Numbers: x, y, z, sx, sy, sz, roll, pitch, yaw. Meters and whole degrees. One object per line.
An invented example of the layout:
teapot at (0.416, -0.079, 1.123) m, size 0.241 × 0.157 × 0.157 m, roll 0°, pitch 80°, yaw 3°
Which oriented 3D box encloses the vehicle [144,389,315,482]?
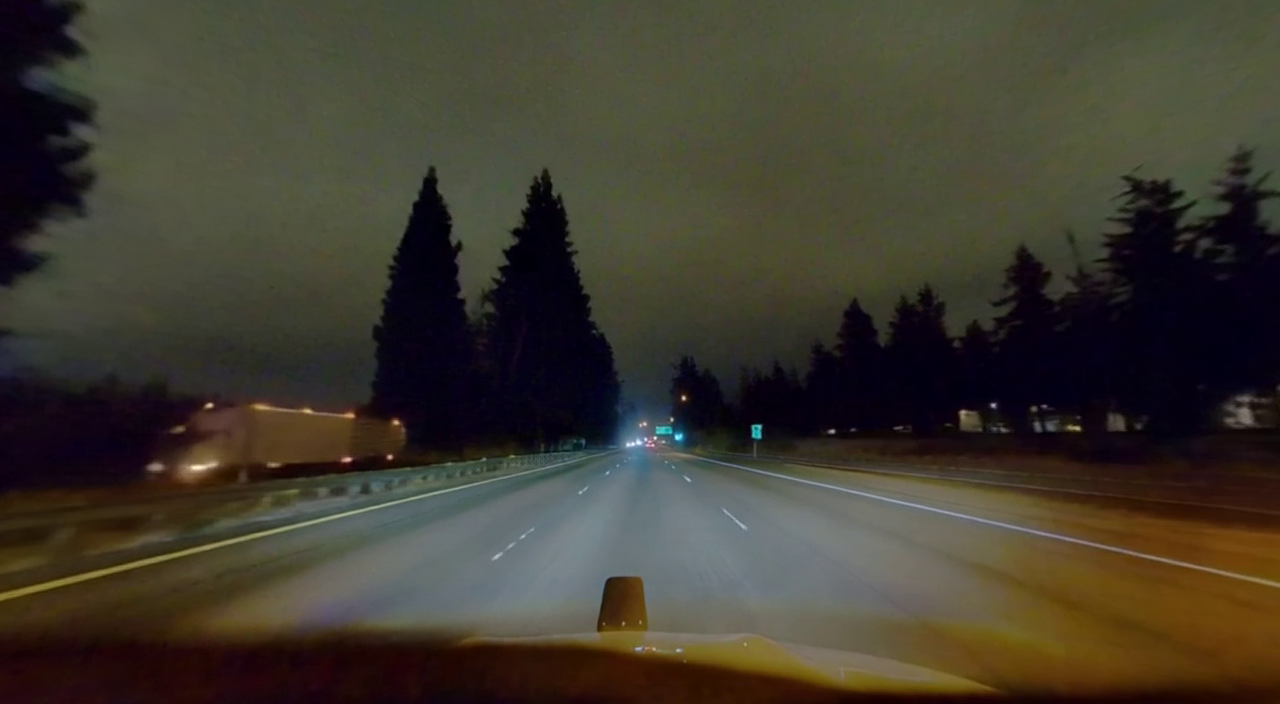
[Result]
vehicle at (-21.029, 4.454, 33.282) m, size 3.066 × 4.239 × 8.740 m, roll 0°, pitch -8°, yaw -1°
